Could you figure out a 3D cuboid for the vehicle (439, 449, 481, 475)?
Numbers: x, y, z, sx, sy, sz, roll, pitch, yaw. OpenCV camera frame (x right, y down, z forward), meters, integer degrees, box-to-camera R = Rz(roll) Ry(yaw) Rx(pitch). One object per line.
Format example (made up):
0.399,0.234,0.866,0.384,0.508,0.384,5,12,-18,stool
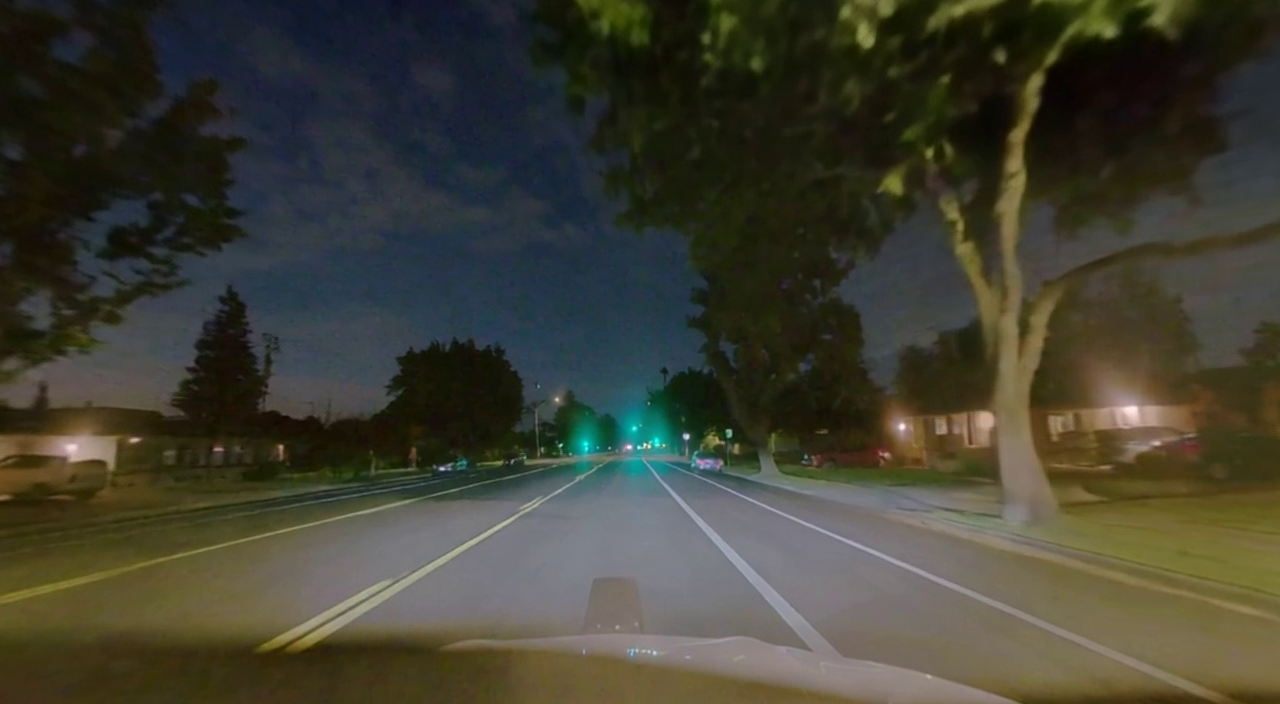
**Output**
-13.606,8.290,47.899,1.970,1.677,4.270,-2,-7,0,vehicle

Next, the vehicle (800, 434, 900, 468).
11.742,5.547,35.504,4.860,1.772,2.007,0,-8,-3,vehicle

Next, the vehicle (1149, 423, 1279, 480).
18.139,2.974,19.058,3.858,1.583,1.931,0,-9,-2,vehicle

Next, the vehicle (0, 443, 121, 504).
-21.551,4.091,21.455,5.705,1.907,2.142,0,-9,-4,vehicle

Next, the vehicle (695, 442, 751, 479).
4.001,5.317,31.324,2.045,1.677,4.509,0,-9,-1,vehicle
